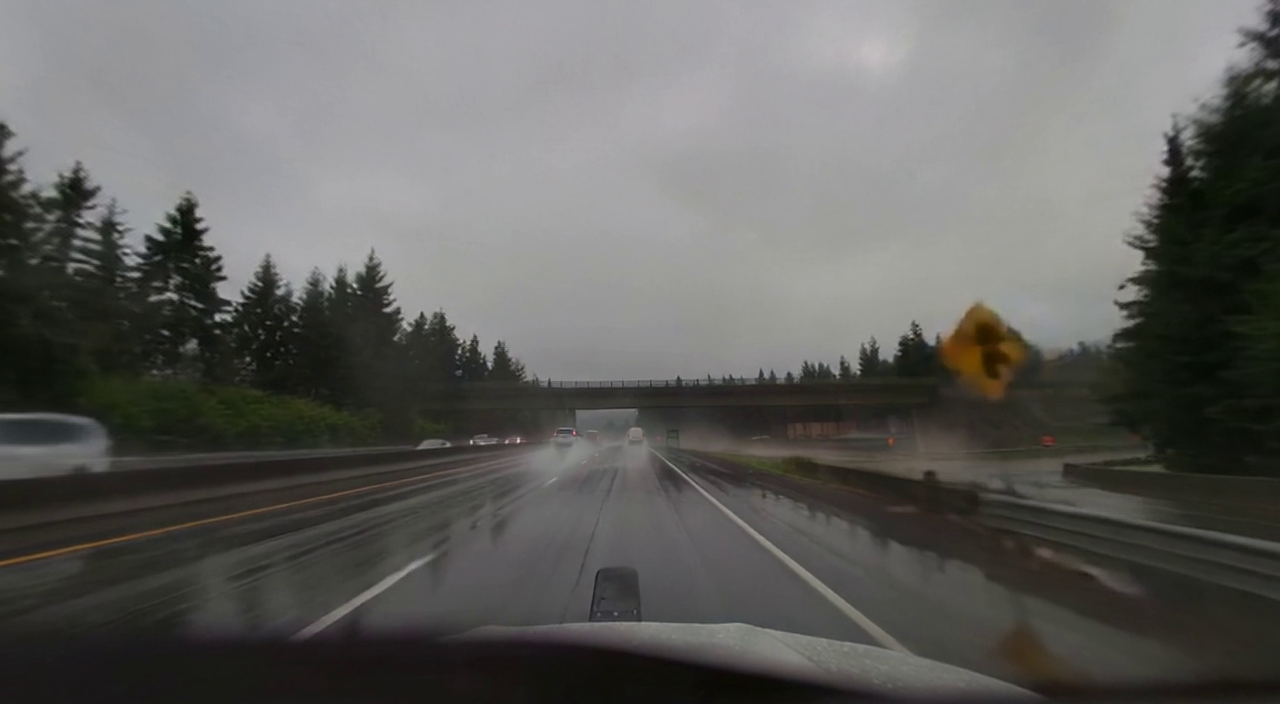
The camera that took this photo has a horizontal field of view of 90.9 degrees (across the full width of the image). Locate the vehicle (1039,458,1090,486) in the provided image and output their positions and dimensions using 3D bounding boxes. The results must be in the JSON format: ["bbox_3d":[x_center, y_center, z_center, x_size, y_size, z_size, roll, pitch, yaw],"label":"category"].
[{"bbox_3d":[28.013,7.870,41.697,2.033,1.565,4.672,-4,-9,25],"label":"vehicle"}]

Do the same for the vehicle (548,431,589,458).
[{"bbox_3d":[-4.402,5.787,39.529,2.169,1.588,4.264,0,-8,-1],"label":"vehicle"}]
